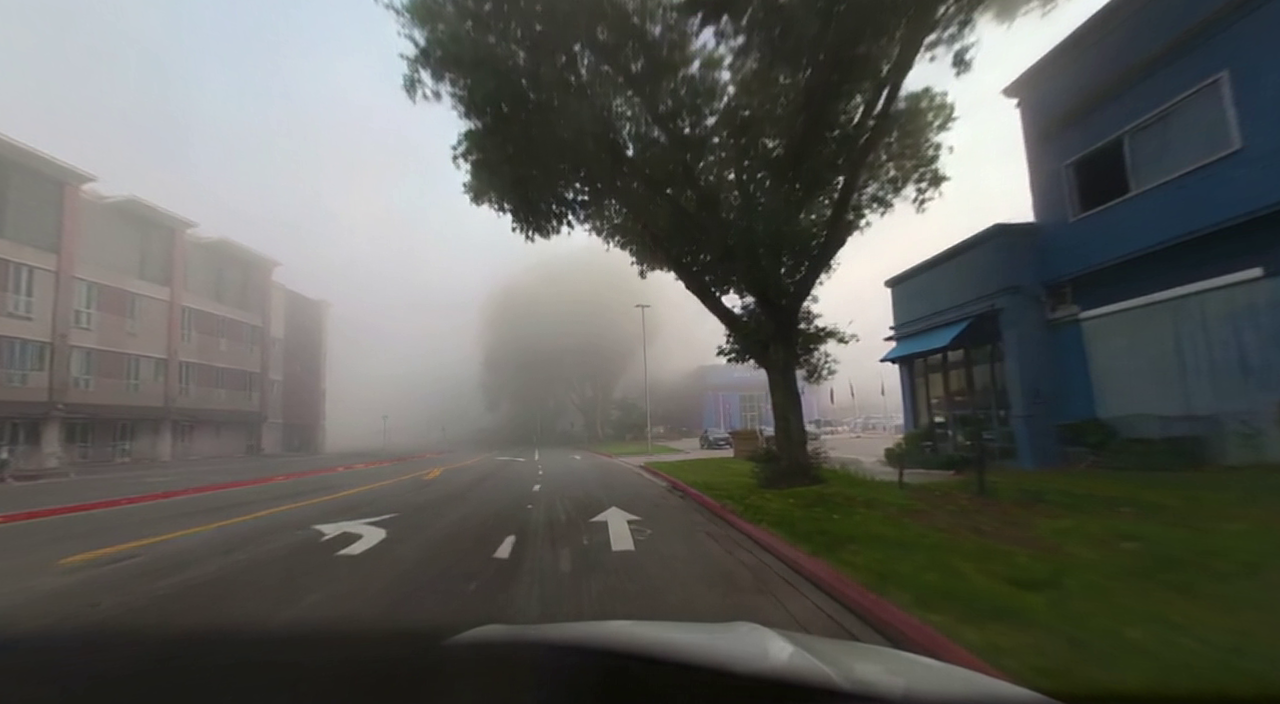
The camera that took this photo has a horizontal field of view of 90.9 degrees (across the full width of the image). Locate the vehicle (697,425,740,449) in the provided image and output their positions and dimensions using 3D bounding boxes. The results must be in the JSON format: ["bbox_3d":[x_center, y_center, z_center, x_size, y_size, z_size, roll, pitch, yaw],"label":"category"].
[{"bbox_3d":[5.288,5.791,42.854,1.769,1.516,3.520,0,-8,-13],"label":"vehicle"}]
